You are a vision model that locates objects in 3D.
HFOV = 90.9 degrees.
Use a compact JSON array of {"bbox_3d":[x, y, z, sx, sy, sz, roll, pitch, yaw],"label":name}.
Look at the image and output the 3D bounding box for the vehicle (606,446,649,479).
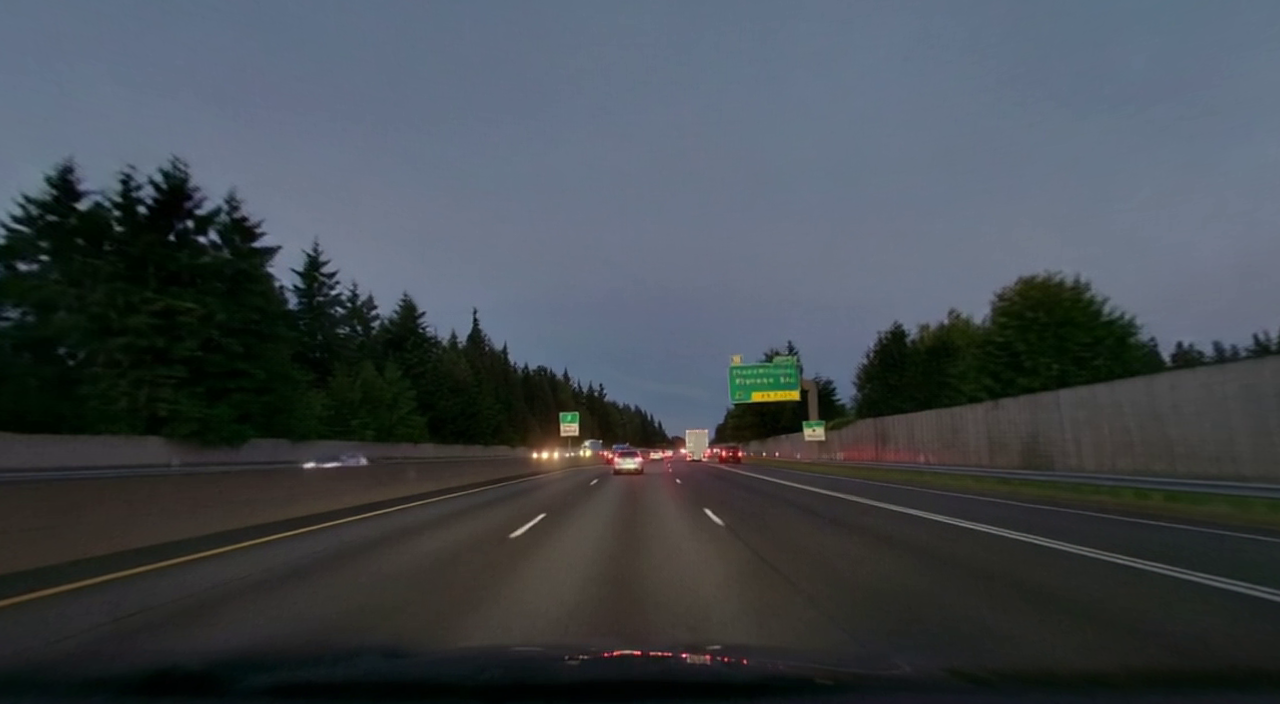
[{"bbox_3d":[-0.568,5.582,32.064,2.035,1.513,4.272,0,-9,1],"label":"vehicle"}]
